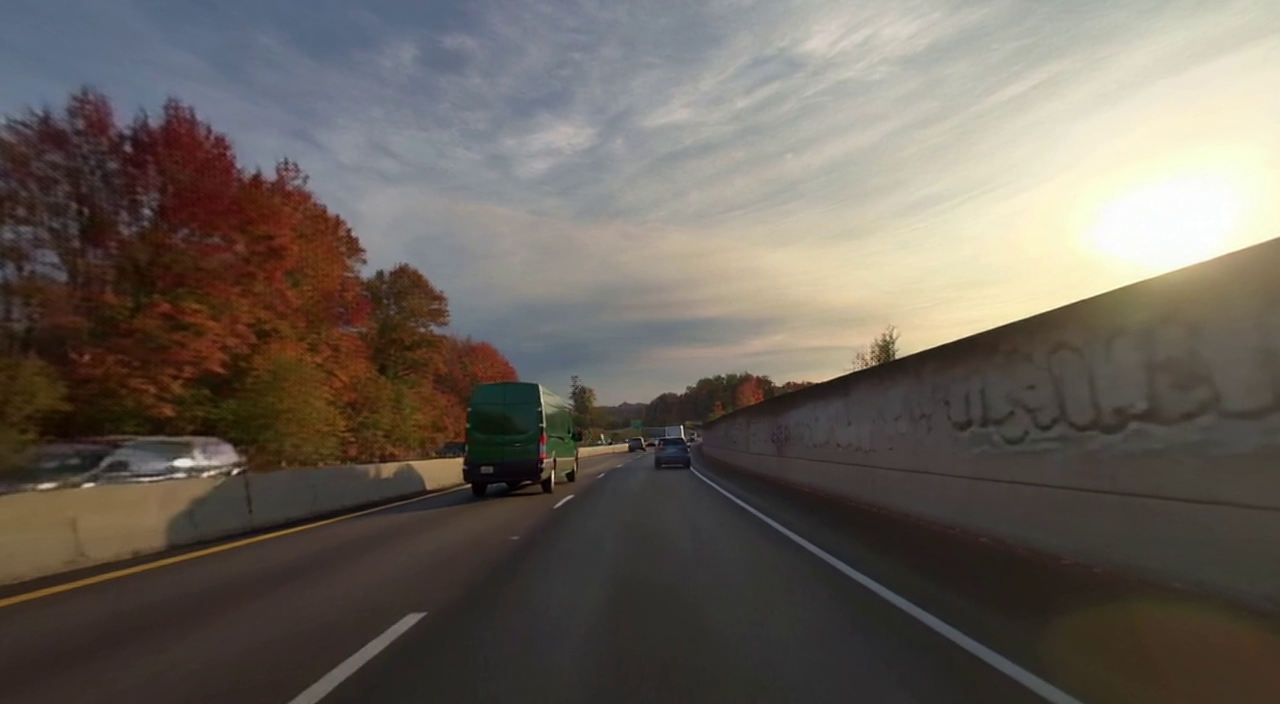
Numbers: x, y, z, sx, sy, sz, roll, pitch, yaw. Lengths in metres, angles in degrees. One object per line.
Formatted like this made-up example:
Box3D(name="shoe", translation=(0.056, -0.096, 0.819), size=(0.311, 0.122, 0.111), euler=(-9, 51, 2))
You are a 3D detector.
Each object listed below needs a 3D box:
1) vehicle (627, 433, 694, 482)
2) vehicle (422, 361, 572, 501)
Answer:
Box3D(name="vehicle", translation=(0.680, 3.585, 21.697), size=(2.071, 1.487, 3.948), euler=(0, -8, 1))
Box3D(name="vehicle", translation=(-3.094, 1.914, 15.074), size=(2.334, 2.769, 5.087), euler=(0, -8, 0))
